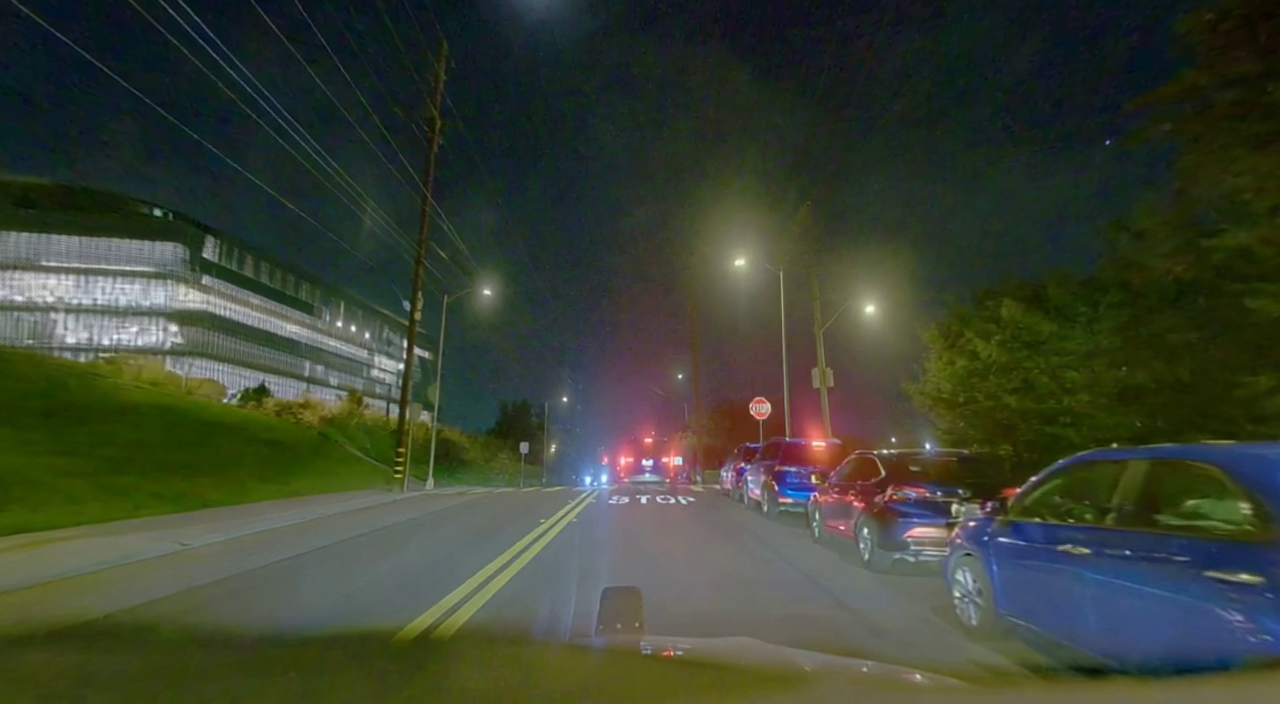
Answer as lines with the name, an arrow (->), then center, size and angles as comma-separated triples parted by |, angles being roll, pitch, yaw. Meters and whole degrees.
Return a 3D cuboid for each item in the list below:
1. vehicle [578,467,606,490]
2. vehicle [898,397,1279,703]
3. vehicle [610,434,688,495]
vehicle -> -3.684, 9.750, 48.997 | 1.911, 1.563, 4.057 | 0, -8, -1
vehicle -> 3.358, 1.144, 3.531 | 2.041, 1.581, 4.089 | 0, -8, -1
vehicle -> 0.438, 3.720, 21.315 | 2.214, 1.789, 4.872 | -1, -8, 5
